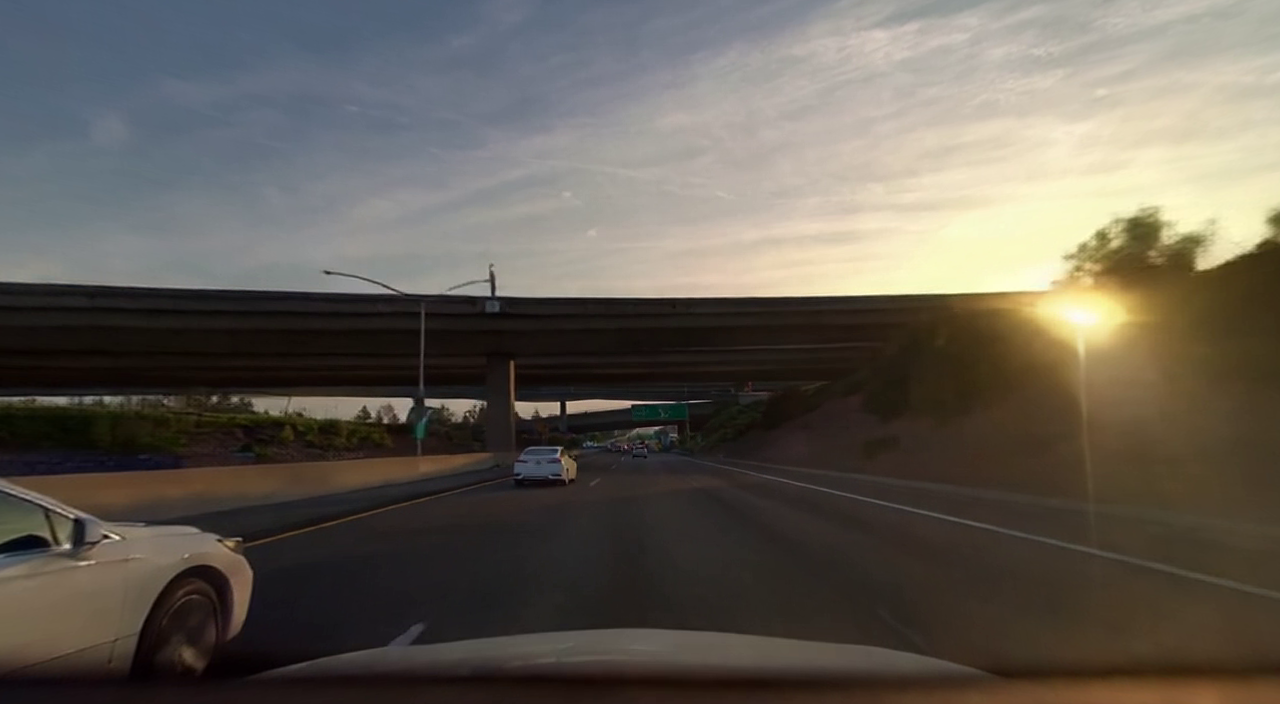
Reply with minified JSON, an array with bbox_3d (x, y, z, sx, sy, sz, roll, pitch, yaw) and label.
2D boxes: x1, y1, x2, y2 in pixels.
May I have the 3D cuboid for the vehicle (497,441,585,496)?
[{"bbox_3d":[-3.028,3.680,20.382,2.029,1.557,4.570,0,-9,1],"label":"vehicle"}]
